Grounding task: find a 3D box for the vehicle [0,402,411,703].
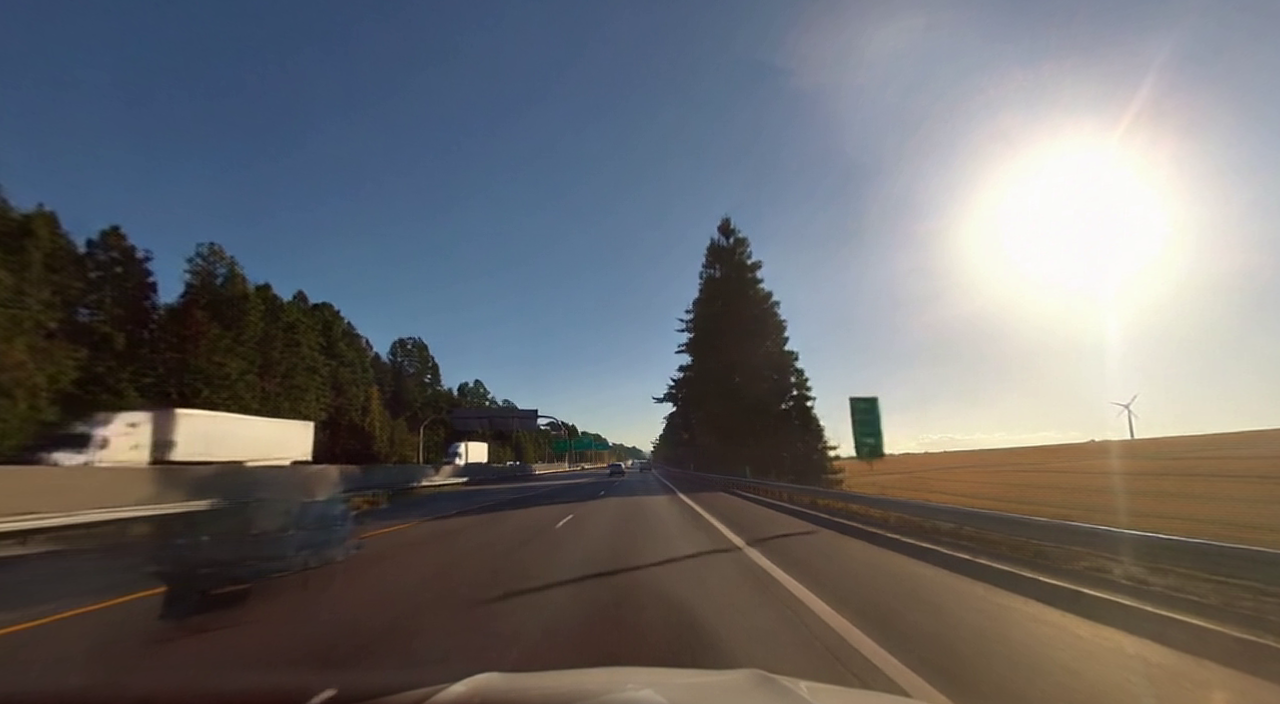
[{"bbox_3d":[-3.553,1.303,4.430,2.039,1.505,4.843,1,-10,0],"label":"vehicle"}]
